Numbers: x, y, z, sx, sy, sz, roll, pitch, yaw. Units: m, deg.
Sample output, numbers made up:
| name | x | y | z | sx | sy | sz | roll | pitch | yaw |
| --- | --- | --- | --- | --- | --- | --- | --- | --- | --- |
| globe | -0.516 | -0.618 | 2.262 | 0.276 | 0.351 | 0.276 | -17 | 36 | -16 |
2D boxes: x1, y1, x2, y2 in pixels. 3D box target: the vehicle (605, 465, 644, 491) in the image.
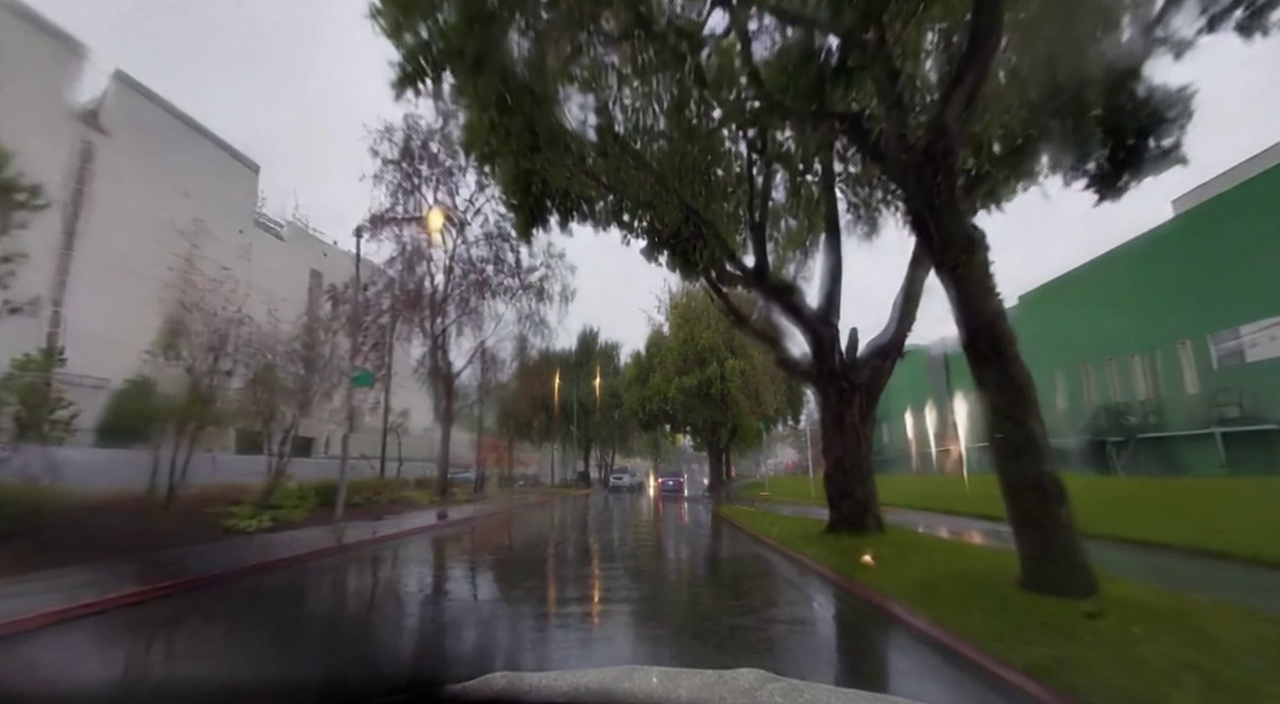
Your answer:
| name | x | y | z | sx | sy | sz | roll | pitch | yaw |
| --- | --- | --- | --- | --- | --- | --- | --- | --- | --- |
| vehicle | -1.164 | 9.653 | 48.438 | 2.022 | 1.776 | 4.625 | -3 | -10 | 11 |
